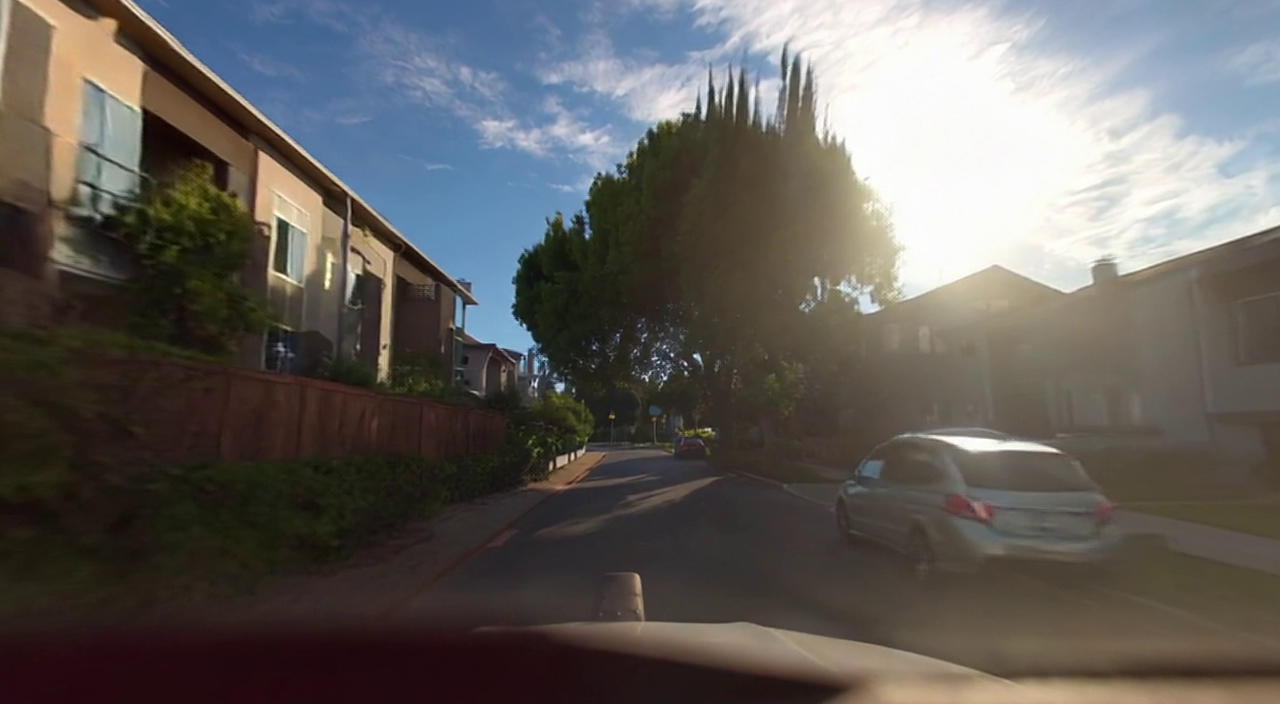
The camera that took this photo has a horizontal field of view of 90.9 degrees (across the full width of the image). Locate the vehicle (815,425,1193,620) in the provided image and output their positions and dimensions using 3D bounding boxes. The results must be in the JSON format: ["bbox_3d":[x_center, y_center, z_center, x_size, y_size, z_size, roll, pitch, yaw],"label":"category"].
[{"bbox_3d":[3.353,1.561,6.815,1.838,1.496,3.735,0,-7,0],"label":"vehicle"}]

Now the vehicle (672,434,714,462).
[{"bbox_3d":[3.077,5.607,37.126,1.955,1.498,4.046,0,-7,-3],"label":"vehicle"}]
